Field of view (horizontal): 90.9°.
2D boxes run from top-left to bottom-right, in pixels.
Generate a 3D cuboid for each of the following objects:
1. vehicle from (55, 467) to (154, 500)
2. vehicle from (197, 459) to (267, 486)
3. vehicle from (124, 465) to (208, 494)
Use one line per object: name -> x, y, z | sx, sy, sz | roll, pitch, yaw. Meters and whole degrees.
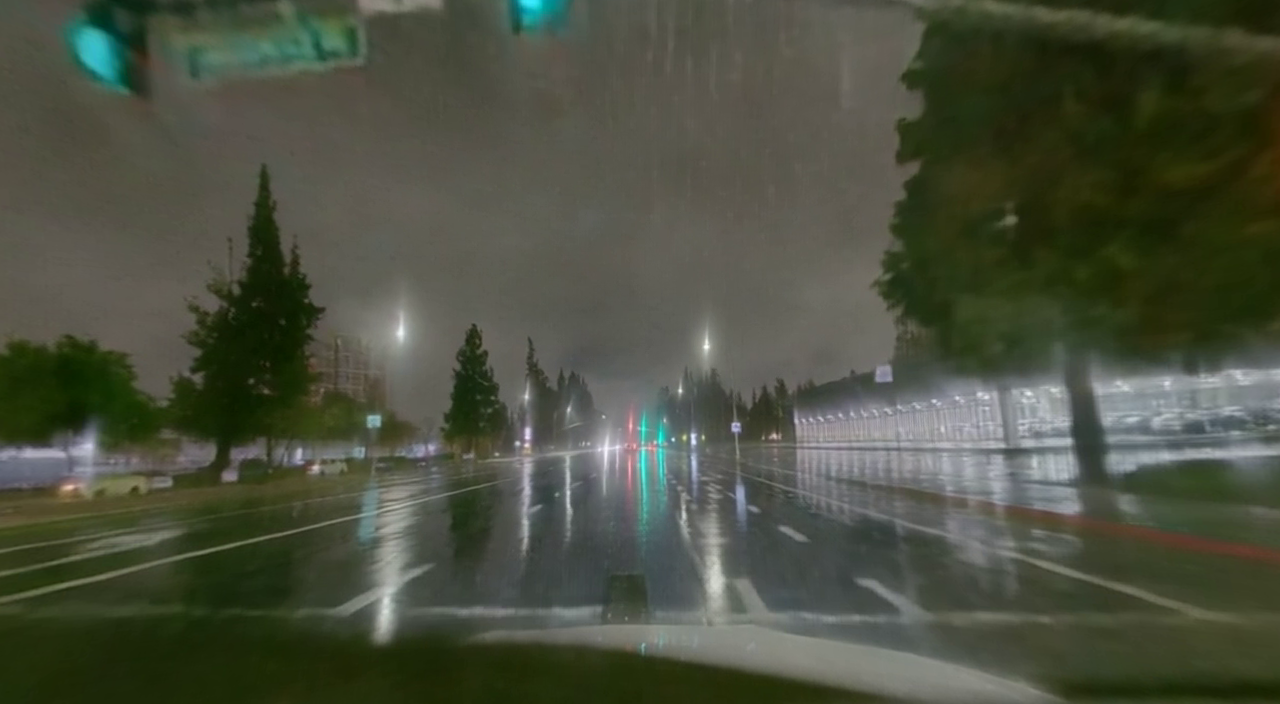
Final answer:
vehicle -> -29.611, 7.244, 35.011 | 1.807, 1.534, 4.156 | 0, -8, 0
vehicle -> -29.593, 8.757, 45.911 | 1.902, 1.746, 4.706 | 0, -8, 1
vehicle -> -29.654, 7.943, 39.607 | 1.815, 1.531, 4.544 | 0, -8, -1
